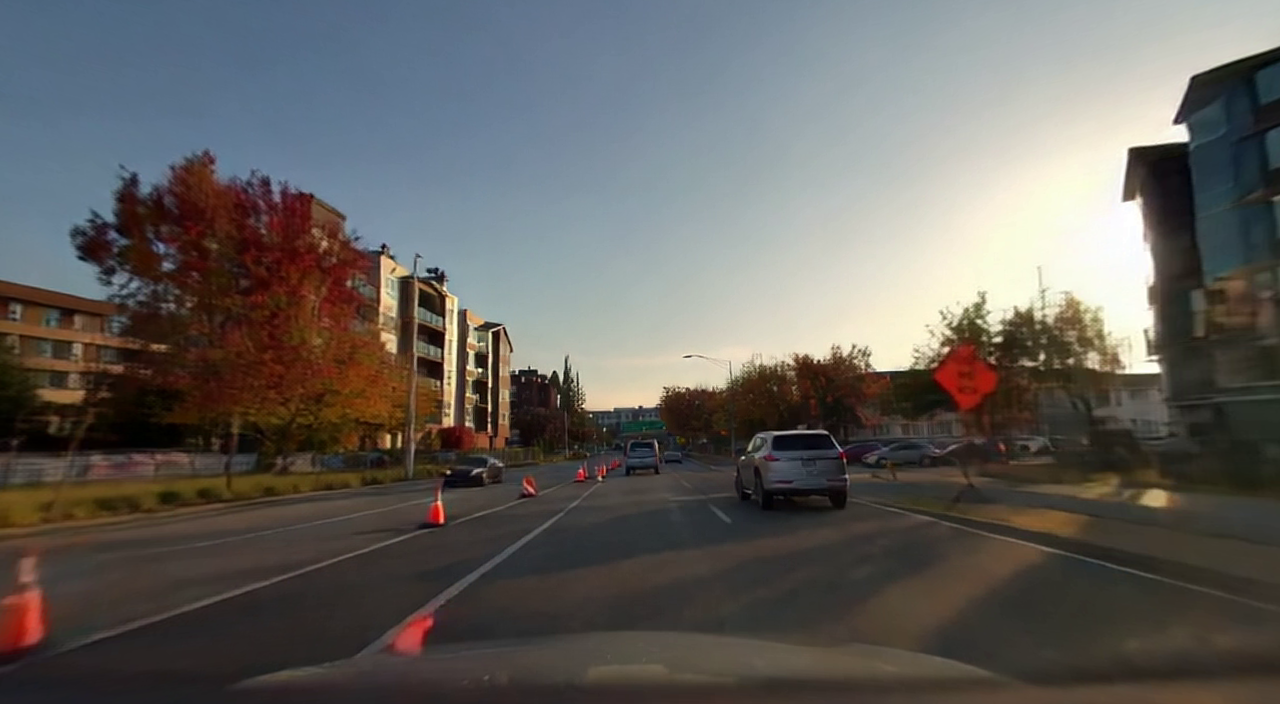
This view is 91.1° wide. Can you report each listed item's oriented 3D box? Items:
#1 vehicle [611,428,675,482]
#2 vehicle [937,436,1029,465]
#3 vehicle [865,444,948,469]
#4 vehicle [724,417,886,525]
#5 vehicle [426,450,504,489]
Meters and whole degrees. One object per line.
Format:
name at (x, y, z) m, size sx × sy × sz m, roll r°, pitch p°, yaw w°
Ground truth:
vehicle at (0.181, 5.020, 30.904) m, size 2.762 × 2.309 × 6.723 m, roll 0°, pitch -9°, yaw 1°
vehicle at (22.102, 6.339, 40.577) m, size 4.629 × 1.756 × 2.124 m, roll 0°, pitch -8°, yaw -2°
vehicle at (17.010, 6.651, 40.146) m, size 4.568 × 1.478 × 1.900 m, roll 2°, pitch -9°, yaw -13°
vehicle at (3.183, 2.441, 13.512) m, size 2.120 × 1.828 × 5.531 m, roll -1°, pitch -8°, yaw 2°
vehicle at (-7.363, 4.979, 26.870) m, size 1.891 × 1.496 × 4.144 m, roll -1°, pitch -9°, yaw 4°
